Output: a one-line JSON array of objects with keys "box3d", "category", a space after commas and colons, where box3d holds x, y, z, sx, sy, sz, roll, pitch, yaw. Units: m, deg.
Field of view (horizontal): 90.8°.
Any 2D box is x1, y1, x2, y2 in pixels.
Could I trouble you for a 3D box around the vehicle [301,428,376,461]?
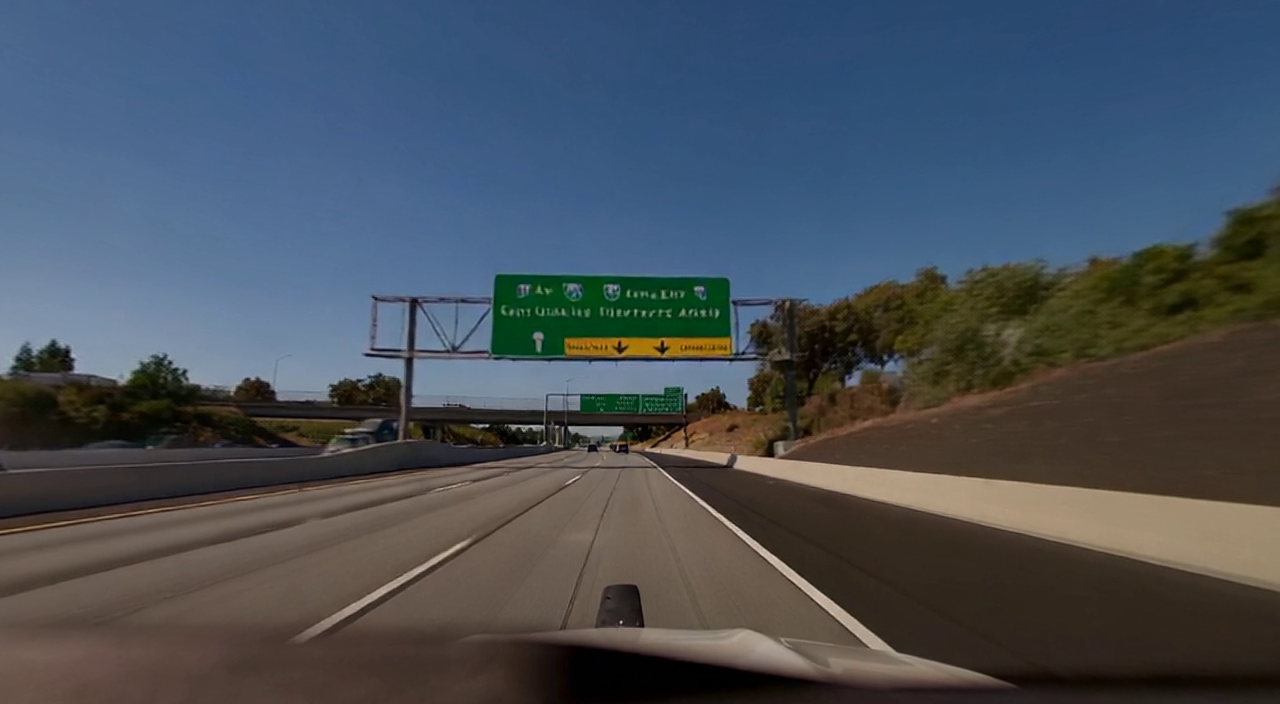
[{"box3d": [-22.052, 6.829, 46.530, 2.297, 2.239, 6.653, 0, -9, -1], "category": "vehicle"}]
